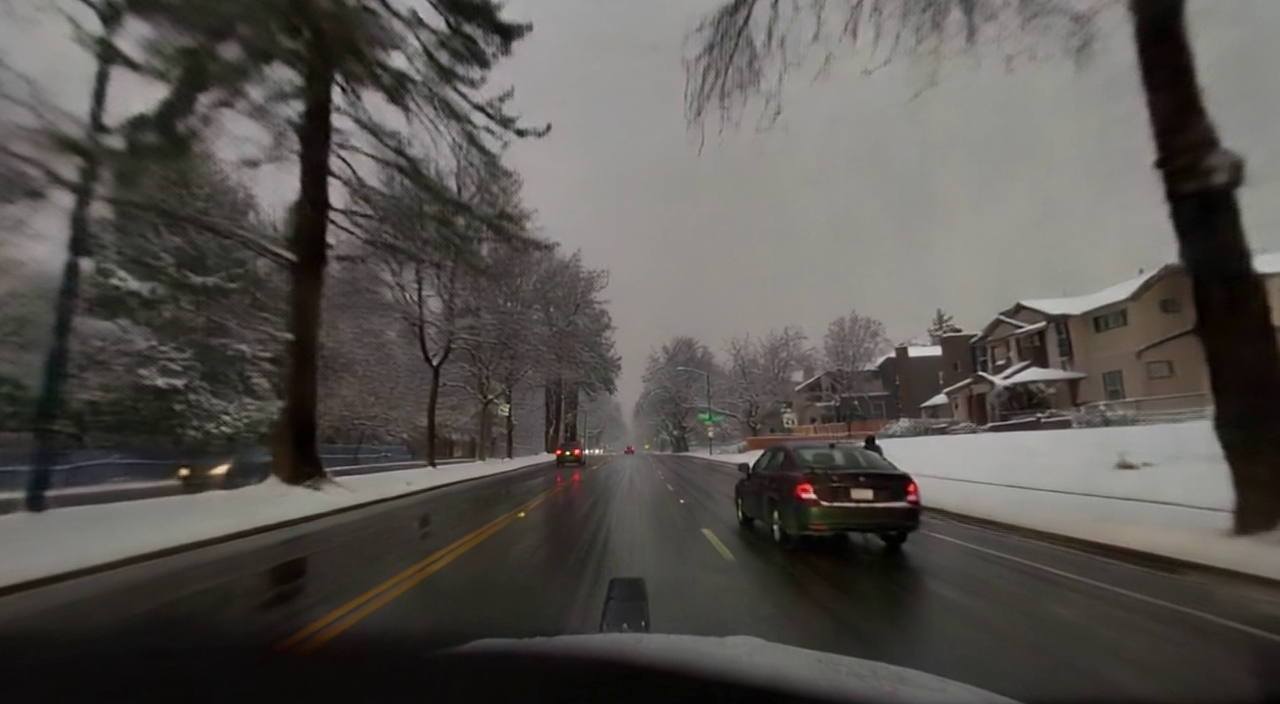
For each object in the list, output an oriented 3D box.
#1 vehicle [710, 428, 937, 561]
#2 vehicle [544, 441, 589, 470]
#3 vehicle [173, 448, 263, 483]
[{"bbox_3d":[2.372,1.983,9.550,1.992,1.511,4.464,1,-9,-1],"label":"vehicle"},{"bbox_3d":[-4.108,5.866,35.890,2.011,1.480,4.517,0,-9,0],"label":"vehicle"},{"bbox_3d":[-21.936,5.884,32.966,1.816,1.717,4.024,0,-9,0],"label":"vehicle"}]
